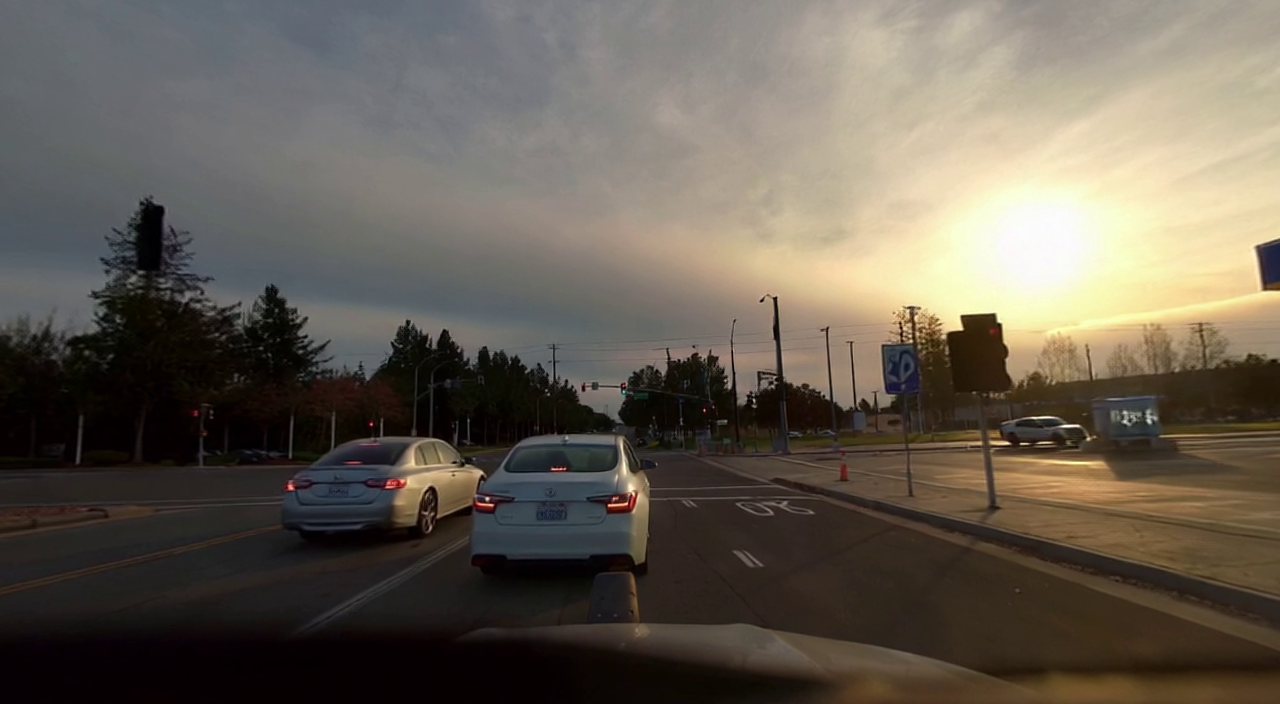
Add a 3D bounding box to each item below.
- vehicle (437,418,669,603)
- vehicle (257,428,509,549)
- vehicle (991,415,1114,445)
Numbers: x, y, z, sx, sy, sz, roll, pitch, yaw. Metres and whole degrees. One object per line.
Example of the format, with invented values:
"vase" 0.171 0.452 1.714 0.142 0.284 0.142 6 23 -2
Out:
"vehicle" -0.645 1.635 7.493 1.916 1.510 4.447 0 -8 2
"vehicle" -3.752 2.081 10.405 1.995 1.506 4.773 0 -8 2
"vehicle" 21.181 4.050 32.580 4.874 1.502 2.048 0 -8 0
